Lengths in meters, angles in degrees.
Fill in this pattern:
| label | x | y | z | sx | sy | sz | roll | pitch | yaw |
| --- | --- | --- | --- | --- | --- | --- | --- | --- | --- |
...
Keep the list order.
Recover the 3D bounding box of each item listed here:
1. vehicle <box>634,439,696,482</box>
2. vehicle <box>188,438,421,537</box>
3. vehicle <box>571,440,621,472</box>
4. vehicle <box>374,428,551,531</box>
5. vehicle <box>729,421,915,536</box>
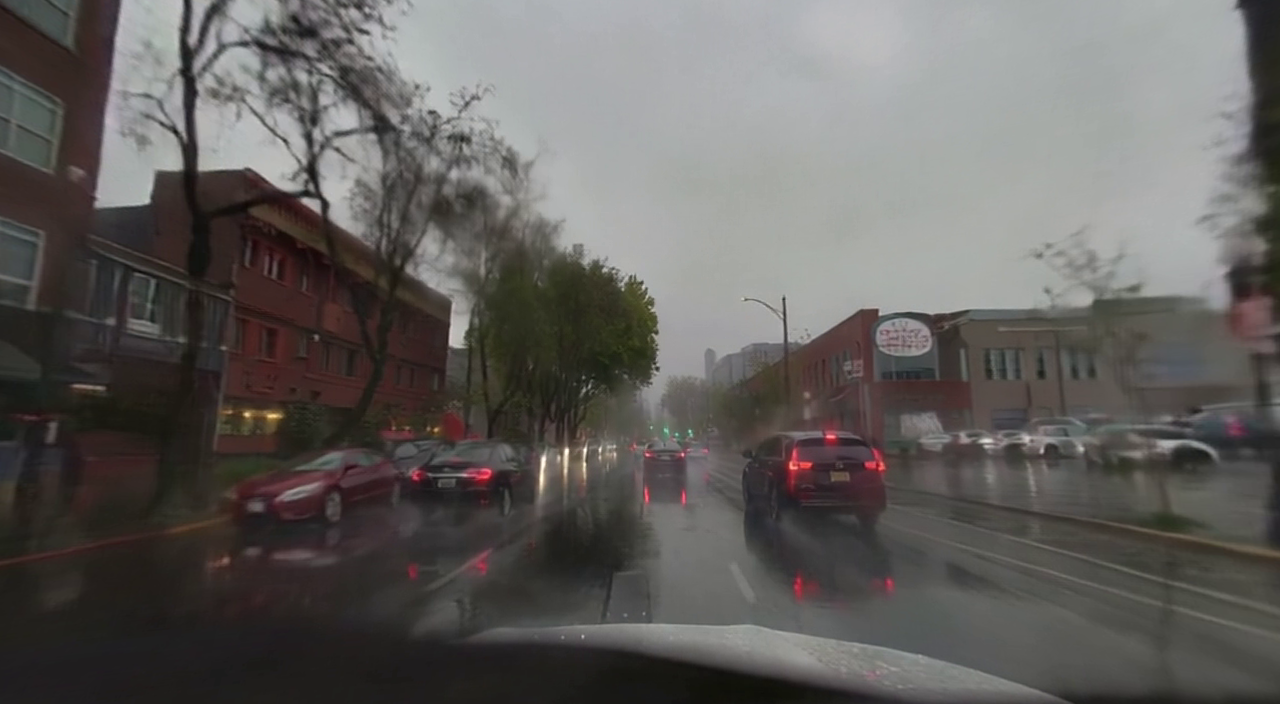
| label | x | y | z | sx | sy | sz | roll | pitch | yaw |
| --- | --- | --- | --- | --- | --- | --- | --- | --- | --- |
| vehicle | 0.910 | 4.062 | 23.970 | 2.139 | 1.466 | 4.373 | 0 | -8 | 1 |
| vehicle | -5.974 | 2.400 | 11.952 | 1.863 | 1.506 | 4.265 | 0 | -8 | 3 |
| vehicle | -2.165 | 5.262 | 32.292 | 2.019 | 1.507 | 4.643 | 0 | -8 | 3 |
| vehicle | -3.105 | 2.295 | 12.037 | 2.085 | 1.619 | 3.976 | 0 | -8 | 2 |
| vehicle | 3.036 | 2.204 | 11.695 | 2.094 | 1.709 | 4.394 | 0 | -8 | -1 |
